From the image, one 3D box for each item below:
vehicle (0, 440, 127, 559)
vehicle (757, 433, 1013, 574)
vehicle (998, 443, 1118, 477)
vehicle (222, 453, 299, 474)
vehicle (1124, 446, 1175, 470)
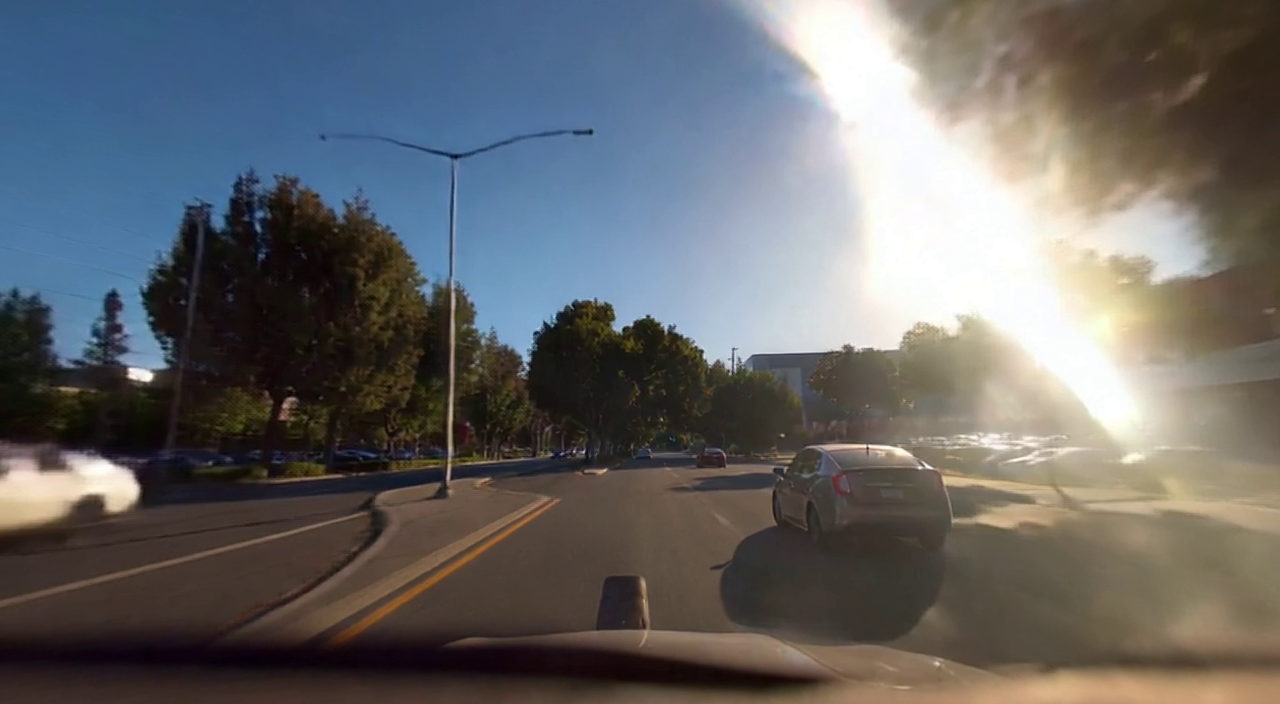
[{"bbox_3d":[-9.148,1.890,8.048,1.853,1.504,3.791,0,-9,1],"label":"vehicle"},{"bbox_3d":[3.074,1.983,9.075,1.935,1.501,4.384,0,-9,0],"label":"vehicle"},{"bbox_3d":[19.967,5.166,30.142,4.255,1.537,2.037,0,-9,0],"label":"vehicle"},{"bbox_3d":[-29.230,8.583,48.432,4.707,1.474,1.964,0,-9,1],"label":"vehicle"},{"bbox_3d":[37.834,7.841,46.563,4.644,1.682,1.999,8,-11,-40],"label":"vehicle"}]
